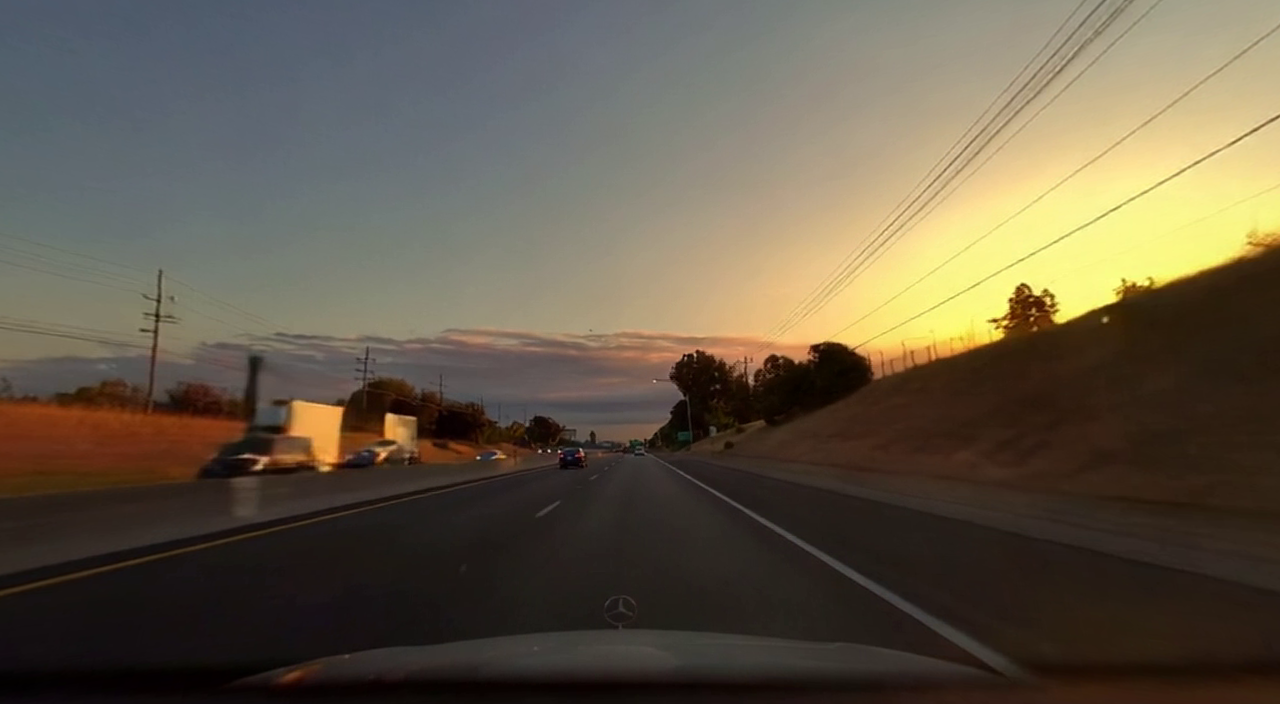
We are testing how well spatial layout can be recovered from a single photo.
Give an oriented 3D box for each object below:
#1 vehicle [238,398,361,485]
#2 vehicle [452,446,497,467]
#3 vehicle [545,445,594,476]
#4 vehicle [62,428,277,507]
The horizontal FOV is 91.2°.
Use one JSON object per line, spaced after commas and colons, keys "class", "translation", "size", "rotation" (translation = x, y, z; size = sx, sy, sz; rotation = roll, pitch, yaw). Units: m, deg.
{"class": "vehicle", "translation": [-17.081, 4.596, 32.034], "size": [2.960, 3.980, 5.841], "rotation": [0, -9, -1]}
{"class": "vehicle", "translation": [-12.382, 7.855, 47.247], "size": [2.162, 1.491, 4.265], "rotation": [0, -9, 1]}
{"class": "vehicle", "translation": [-3.722, 5.801, 33.816], "size": [2.123, 1.545, 4.404], "rotation": [0, -9, 0]}
{"class": "vehicle", "translation": [-12.334, 3.049, 16.973], "size": [2.144, 1.816, 4.673], "rotation": [0, -9, 0]}
